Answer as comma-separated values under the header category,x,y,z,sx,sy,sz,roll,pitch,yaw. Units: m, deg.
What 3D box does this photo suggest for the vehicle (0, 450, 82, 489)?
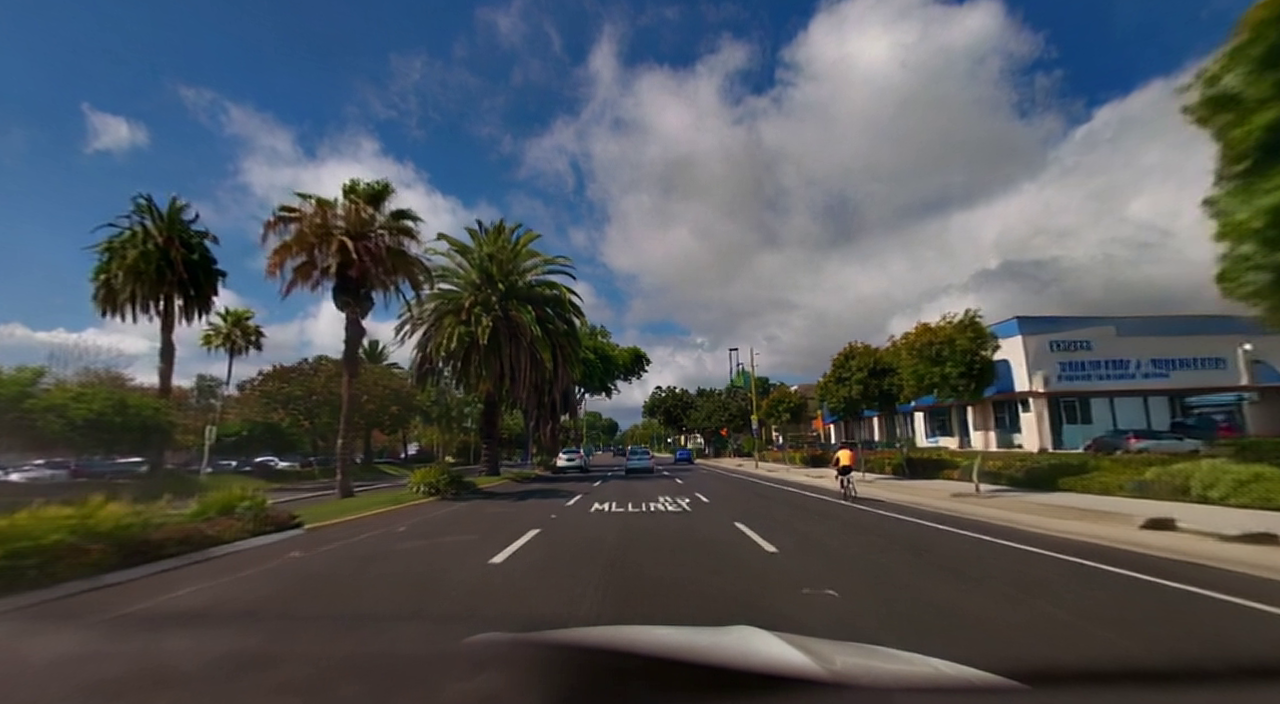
category,x,y,z,sx,sy,sz,roll,pitch,yaw
vehicle,-34.470,6.523,34.868,5.109,2.014,2.269,-2,-10,2

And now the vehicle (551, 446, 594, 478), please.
category,x,y,z,sx,sy,sz,roll,pitch,yaw
vehicle,-3.946,6.501,37.644,2.071,1.744,4.500,0,-9,1

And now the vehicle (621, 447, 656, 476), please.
category,x,y,z,sx,sy,sz,roll,pitch,yaw
vehicle,-0.120,6.694,38.928,2.102,1.653,3.698,0,-9,-1

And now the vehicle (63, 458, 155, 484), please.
category,x,y,z,sx,sy,sz,roll,pitch,yaw
vehicle,-35.179,7.876,41.943,4.274,1.625,2.070,-1,-9,2
